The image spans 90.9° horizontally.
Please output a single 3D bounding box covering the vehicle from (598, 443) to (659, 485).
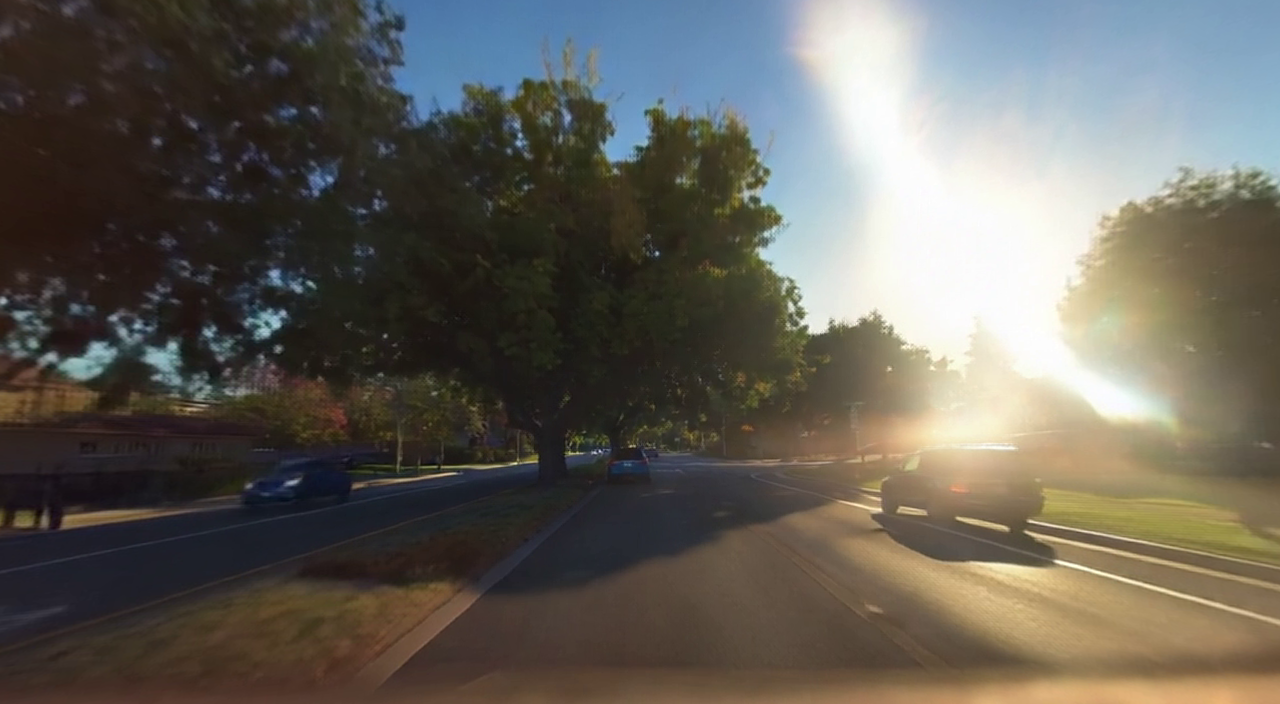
[{"bbox_3d":[-0.484,4.371,24.957,2.158,1.469,4.909,0,-9,-2],"label":"vehicle"}]

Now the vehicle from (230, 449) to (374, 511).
[{"bbox_3d":[-9.418,3.553,17.967,1.945,1.530,3.740,-1,-9,1],"label":"vehicle"}]
